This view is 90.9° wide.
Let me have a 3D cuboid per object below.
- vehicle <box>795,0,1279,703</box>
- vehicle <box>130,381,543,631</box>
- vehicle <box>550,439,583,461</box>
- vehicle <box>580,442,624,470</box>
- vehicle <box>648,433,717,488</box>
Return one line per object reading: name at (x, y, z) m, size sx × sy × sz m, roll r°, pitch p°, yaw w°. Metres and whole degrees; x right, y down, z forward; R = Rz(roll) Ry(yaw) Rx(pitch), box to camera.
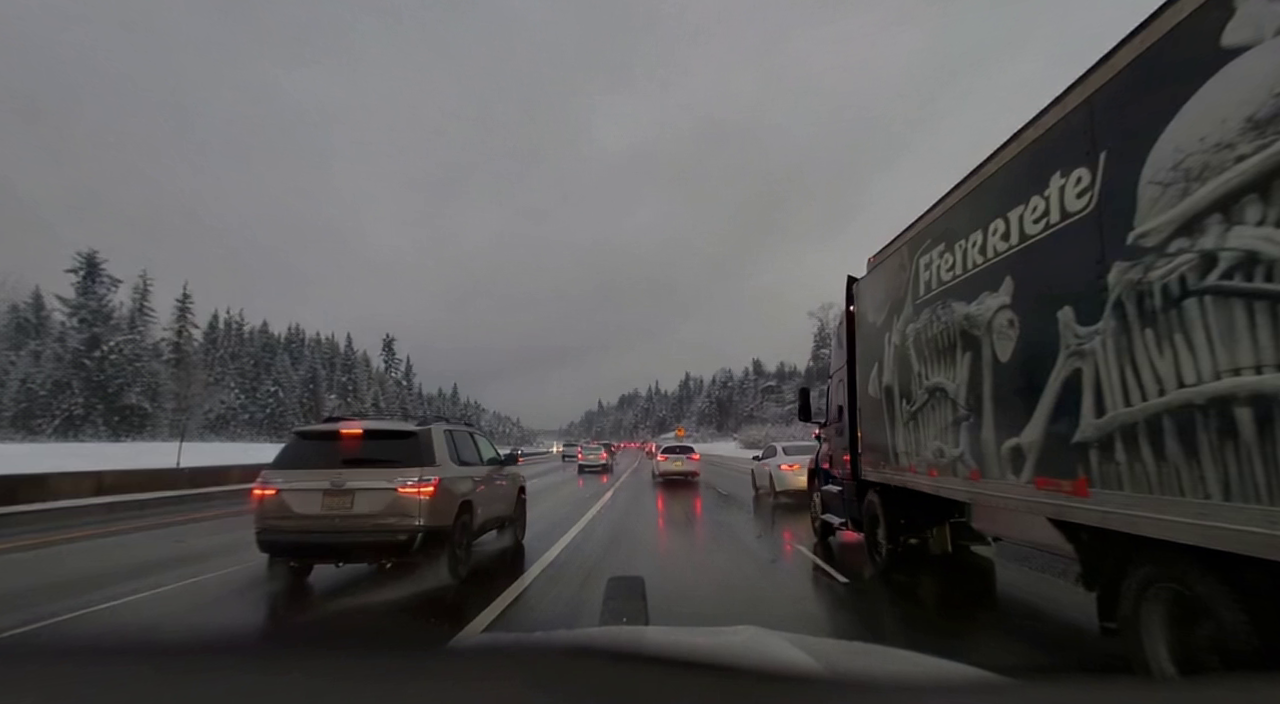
vehicle at (3.501, 0.327, 3.728) m, size 2.987 × 3.212 × 9.311 m, roll -1°, pitch -8°, yaw 1°
vehicle at (-2.584, 1.465, 6.990) m, size 2.153 × 1.805 × 4.631 m, roll -1°, pitch -8°, yaw 2°
vehicle at (-5.606, 7.570, 48.785) m, size 1.915 × 1.605 × 4.485 m, roll -1°, pitch -8°, yaw 2°
vehicle at (-2.045, 5.722, 34.890) m, size 2.036 × 1.441 × 4.253 m, roll -1°, pitch -8°, yaw 2°
vehicle at (1.390, 3.755, 22.136) m, size 2.156 × 1.701 × 4.494 m, roll -1°, pitch -8°, yaw 1°
